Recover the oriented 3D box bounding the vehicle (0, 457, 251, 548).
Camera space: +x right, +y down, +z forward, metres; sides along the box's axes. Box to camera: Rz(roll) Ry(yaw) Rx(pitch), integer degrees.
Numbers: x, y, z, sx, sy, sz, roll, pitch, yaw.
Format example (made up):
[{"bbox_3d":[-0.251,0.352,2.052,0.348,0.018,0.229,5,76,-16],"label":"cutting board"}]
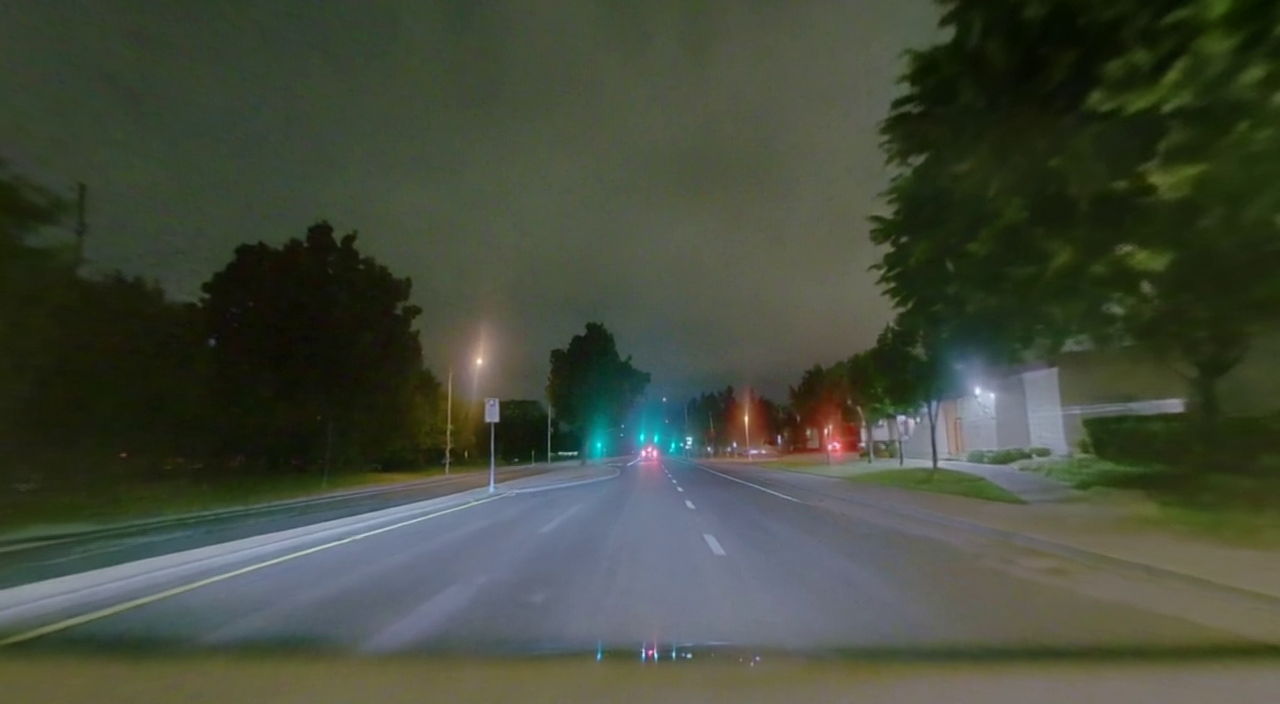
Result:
[{"bbox_3d":[-10.890,3.140,13.829,1.813,1.578,4.332,-1,-8,2],"label":"vehicle"}]
